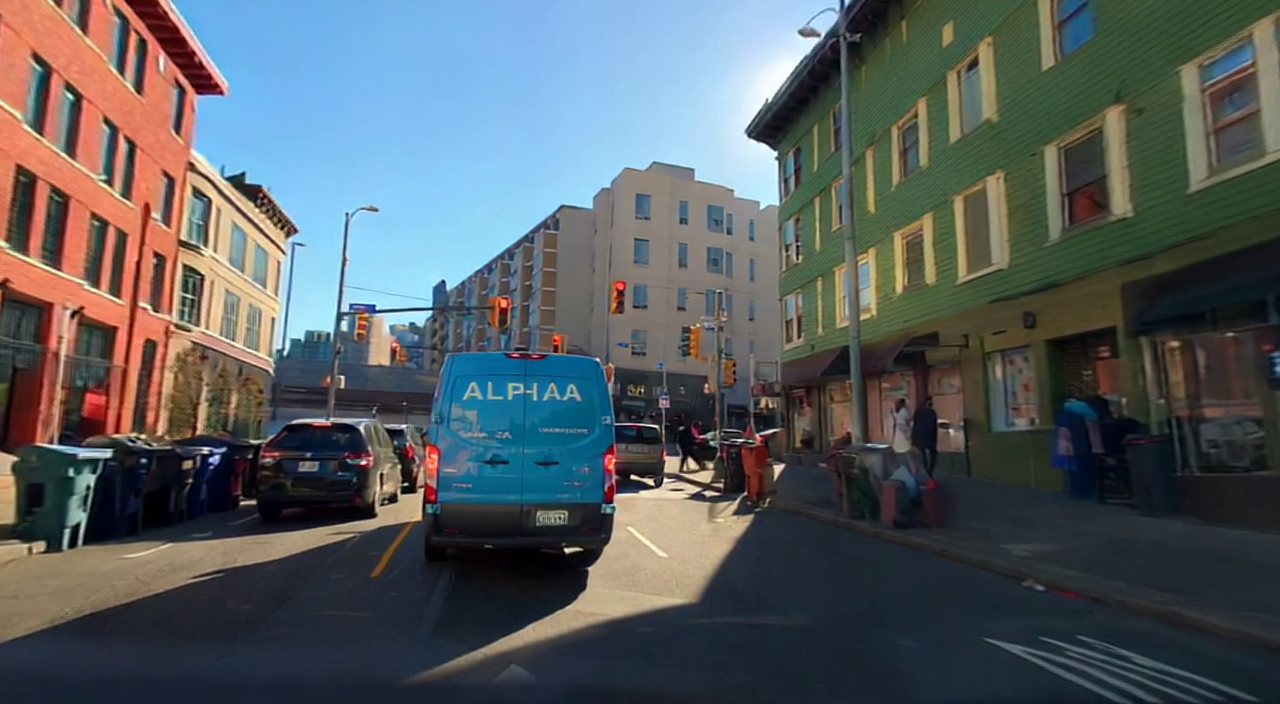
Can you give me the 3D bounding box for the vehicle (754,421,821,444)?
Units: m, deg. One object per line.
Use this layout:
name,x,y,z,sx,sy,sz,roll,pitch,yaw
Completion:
vehicle,9.690,5.336,41.540,3.885,1.449,1.757,2,-8,-14

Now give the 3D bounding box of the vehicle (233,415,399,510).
vehicle,-5.753,1.966,11.684,1.841,1.461,3.426,2,-8,-12

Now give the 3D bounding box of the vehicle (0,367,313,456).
vehicle,-19.401,2.497,25.204,10.606,3.178,3.014,2,-8,-14

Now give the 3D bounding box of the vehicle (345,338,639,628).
vehicle,-1.408,1.159,6.498,1.951,1.907,4.266,2,-8,-12
